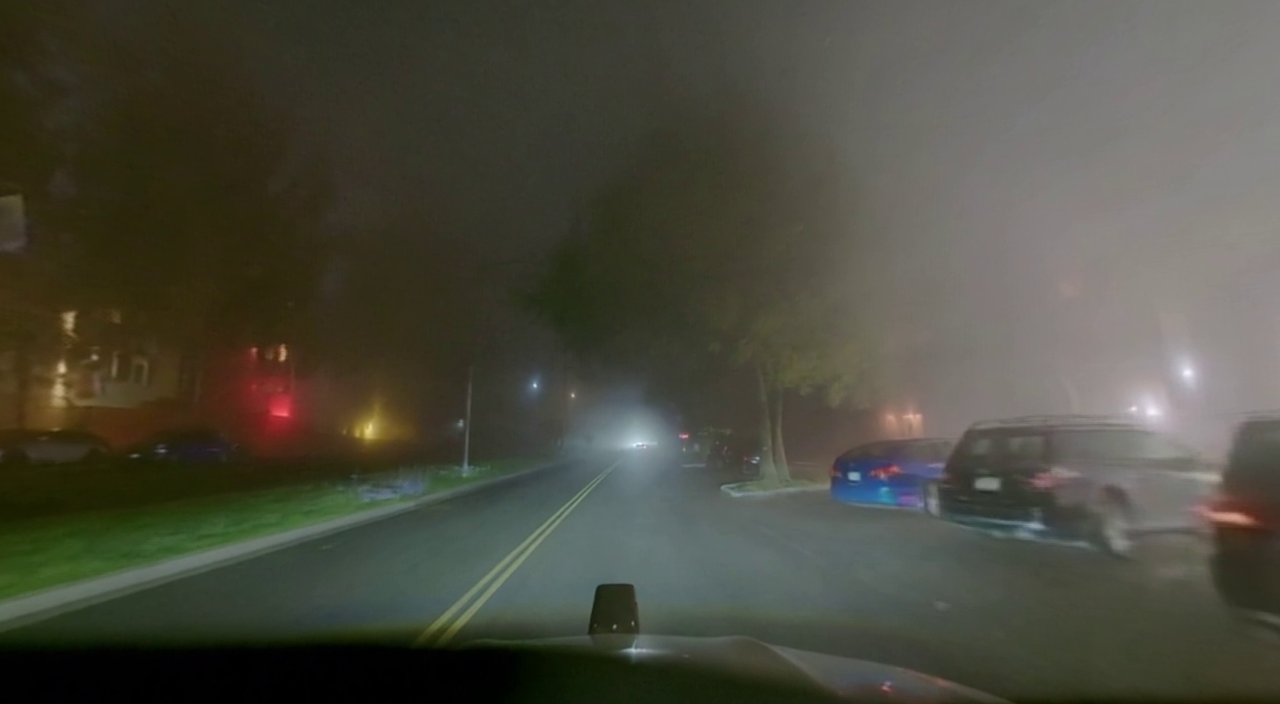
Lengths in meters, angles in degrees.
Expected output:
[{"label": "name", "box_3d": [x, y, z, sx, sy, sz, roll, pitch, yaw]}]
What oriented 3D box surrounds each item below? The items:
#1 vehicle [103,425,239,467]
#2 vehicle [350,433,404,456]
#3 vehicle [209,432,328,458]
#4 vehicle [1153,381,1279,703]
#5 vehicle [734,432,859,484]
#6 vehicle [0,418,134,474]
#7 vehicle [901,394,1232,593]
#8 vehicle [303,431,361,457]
[{"label": "vehicle", "box_3d": [-18.662, 3.794, 25.396, 1.869, 1.494, 4.833, 0, -8, -1]}, {"label": "vehicle", "box_3d": [-18.778, 6.630, 45.136, 1.909, 1.518, 4.459, -1, -8, 1]}, {"label": "vehicle", "box_3d": [-19.106, 4.856, 32.854, 2.389, 1.206, 6.247, -1, -8, 1]}, {"label": "vehicle", "box_3d": [4.752, 0.967, 3.508, 3.531, 1.529, 1.903, 5, -10, -35]}, {"label": "vehicle", "box_3d": [5.055, 3.359, 20.238, 3.765, 1.497, 1.831, 5, -10, -35]}, {"label": "vehicle", "box_3d": [-18.369, 2.891, 19.332, 1.811, 1.502, 4.639, -1, -8, -1]}, {"label": "vehicle", "box_3d": [4.909, 1.433, 7.144, 3.689, 1.643, 1.844, 6, -10, -36]}, {"label": "vehicle", "box_3d": [-19.081, 5.721, 39.144, 1.792, 1.554, 3.682, 0, -8, -1]}]
